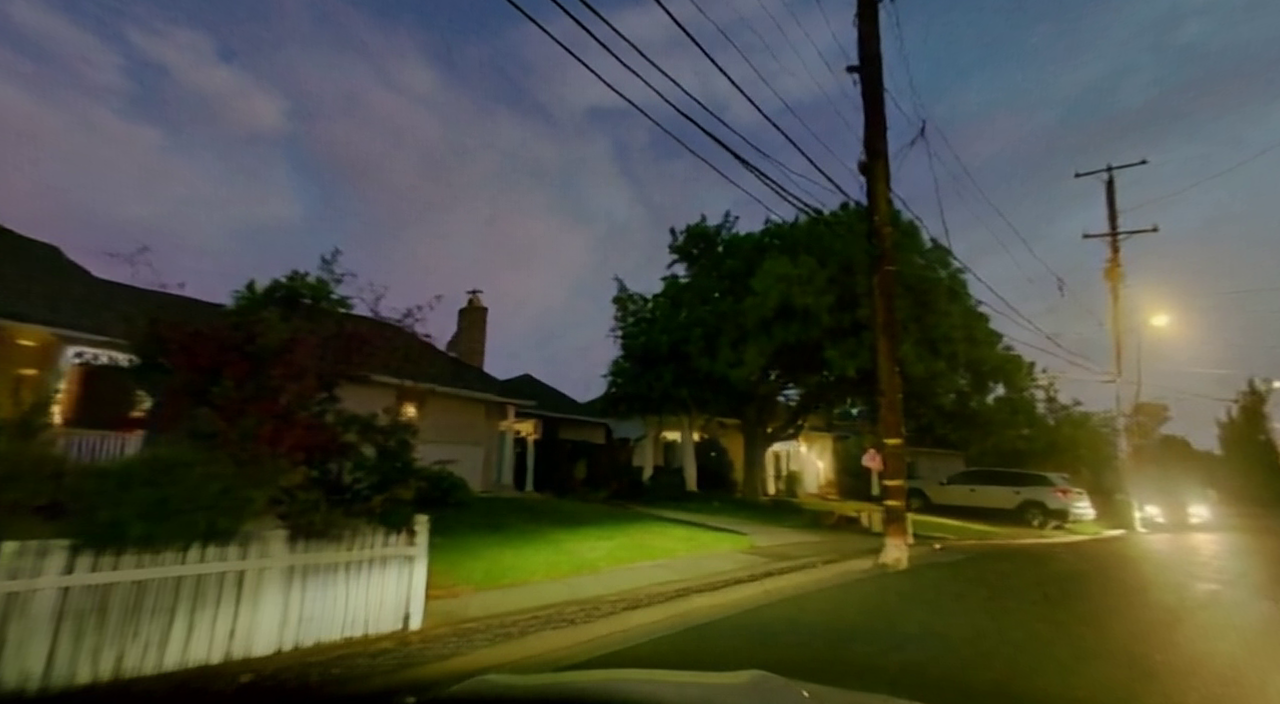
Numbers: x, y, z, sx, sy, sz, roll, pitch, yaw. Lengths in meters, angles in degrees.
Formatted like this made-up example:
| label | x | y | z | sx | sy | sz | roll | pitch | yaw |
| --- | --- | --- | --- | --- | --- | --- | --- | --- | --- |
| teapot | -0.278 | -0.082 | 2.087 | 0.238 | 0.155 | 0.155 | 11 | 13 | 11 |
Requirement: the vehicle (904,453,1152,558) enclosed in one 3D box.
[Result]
| label | x | y | z | sx | sy | sz | roll | pitch | yaw |
| --- | --- | --- | --- | --- | --- | --- | --- | --- | --- |
| vehicle | 9.148 | 3.461 | 15.116 | 2.471 | 1.595 | 4.537 | 8 | -6 | -43 |

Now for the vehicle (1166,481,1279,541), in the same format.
| label | x | y | z | sx | sy | sz | roll | pitch | yaw |
| --- | --- | --- | --- | --- | --- | --- | --- | --- | --- |
| vehicle | 21.268 | 5.685 | 22.976 | 4.924 | 1.717 | 2.334 | 7 | -14 | -41 |

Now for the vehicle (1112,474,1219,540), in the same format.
| label | x | y | z | sx | sy | sz | roll | pitch | yaw |
| --- | --- | --- | --- | --- | --- | --- | --- | --- | --- |
| vehicle | 16.533 | 4.717 | 19.775 | 2.081 | 1.589 | 4.691 | -8 | -12 | 43 |
